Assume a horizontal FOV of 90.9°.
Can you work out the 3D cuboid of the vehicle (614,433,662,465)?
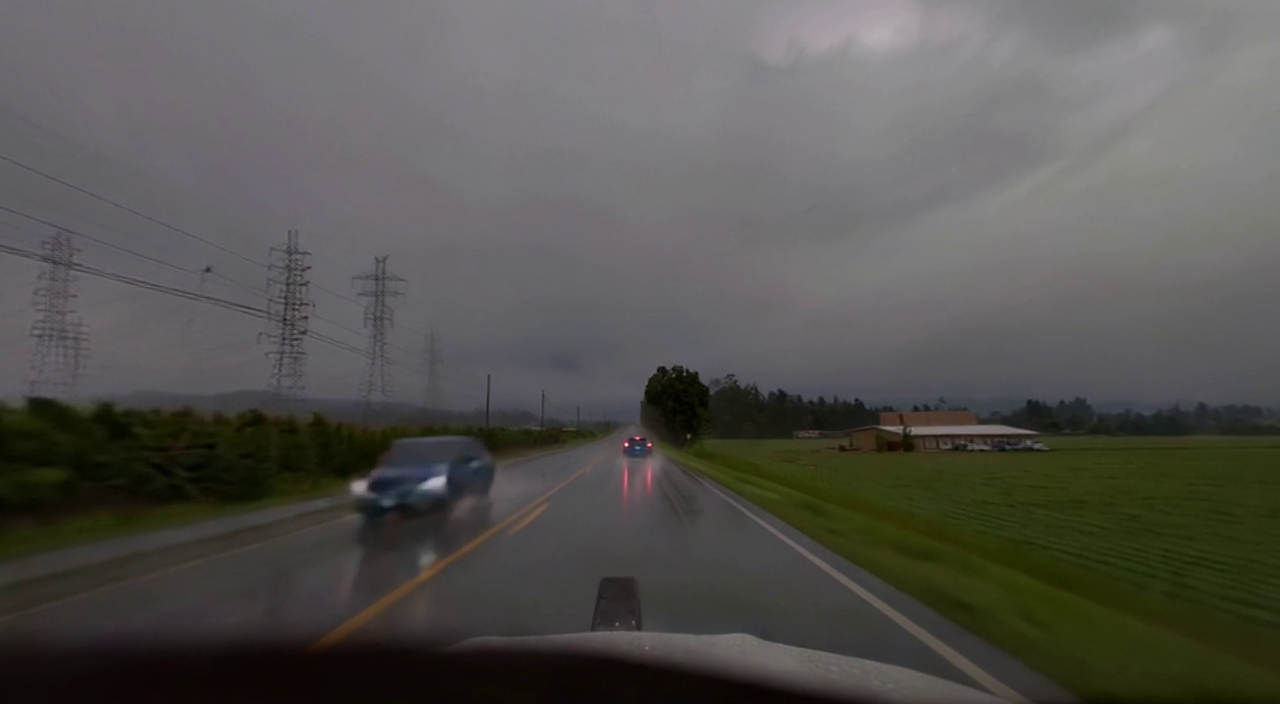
[{"bbox_3d":[-0.127,4.836,31.552,2.241,1.471,3.829,0,-8,-1],"label":"vehicle"}]

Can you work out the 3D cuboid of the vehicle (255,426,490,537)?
[{"bbox_3d":[-4.110,2.034,10.696,2.091,1.470,4.490,0,-8,-1],"label":"vehicle"}]
